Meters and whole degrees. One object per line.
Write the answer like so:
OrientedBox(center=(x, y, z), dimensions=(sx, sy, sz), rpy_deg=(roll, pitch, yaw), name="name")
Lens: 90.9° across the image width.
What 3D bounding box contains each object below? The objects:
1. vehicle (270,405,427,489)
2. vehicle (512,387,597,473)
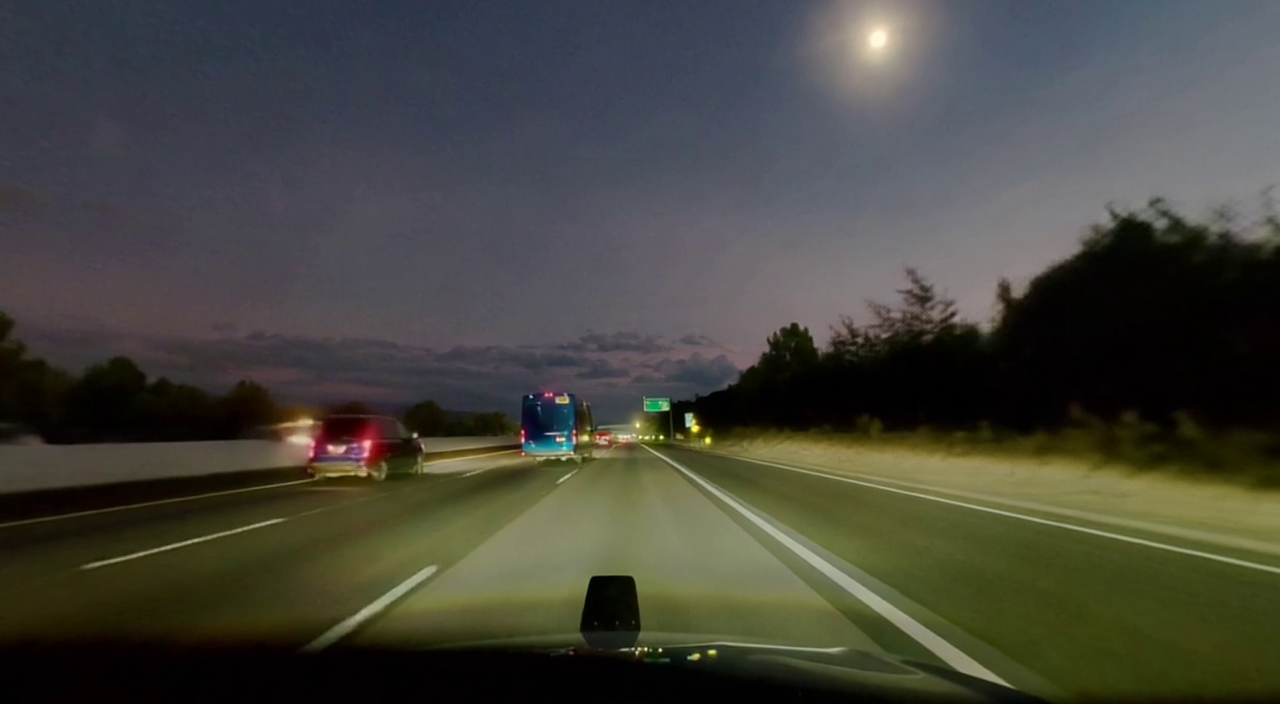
OrientedBox(center=(-7.283, 2.410, 16.328), dimensions=(2.045, 1.873, 4.202), rpy_deg=(0, -7, 0), name="vehicle")
OrientedBox(center=(-3.544, 3.470, 27.921), dimensions=(2.676, 3.269, 7.388), rpy_deg=(0, -7, 0), name="vehicle")
